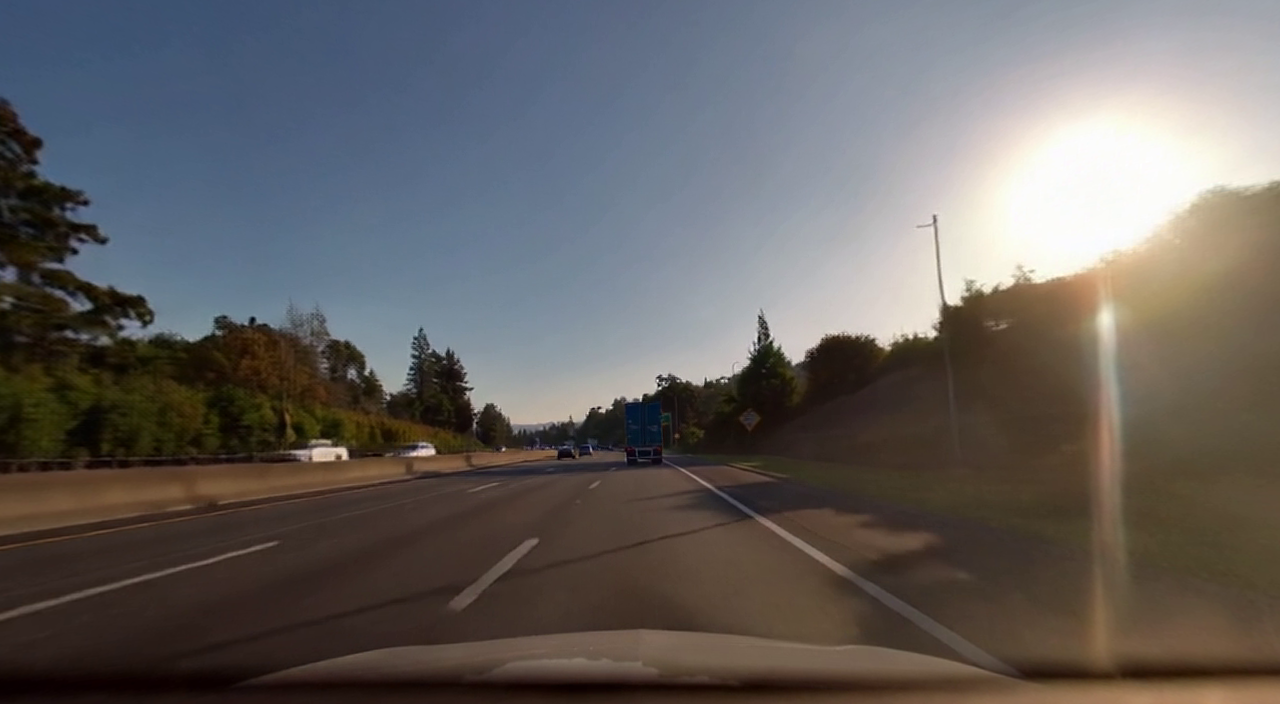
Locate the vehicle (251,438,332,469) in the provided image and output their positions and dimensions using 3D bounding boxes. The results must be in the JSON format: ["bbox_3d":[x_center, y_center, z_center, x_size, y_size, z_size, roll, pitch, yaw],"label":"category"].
[{"bbox_3d":[-20.604,6.020,37.503,1.974,1.668,4.917,0,-8,1],"label":"vehicle"}]

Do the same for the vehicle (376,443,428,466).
[{"bbox_3d":[-16.833,7.256,44.776,1.878,1.537,4.489,0,-8,0],"label":"vehicle"}]
